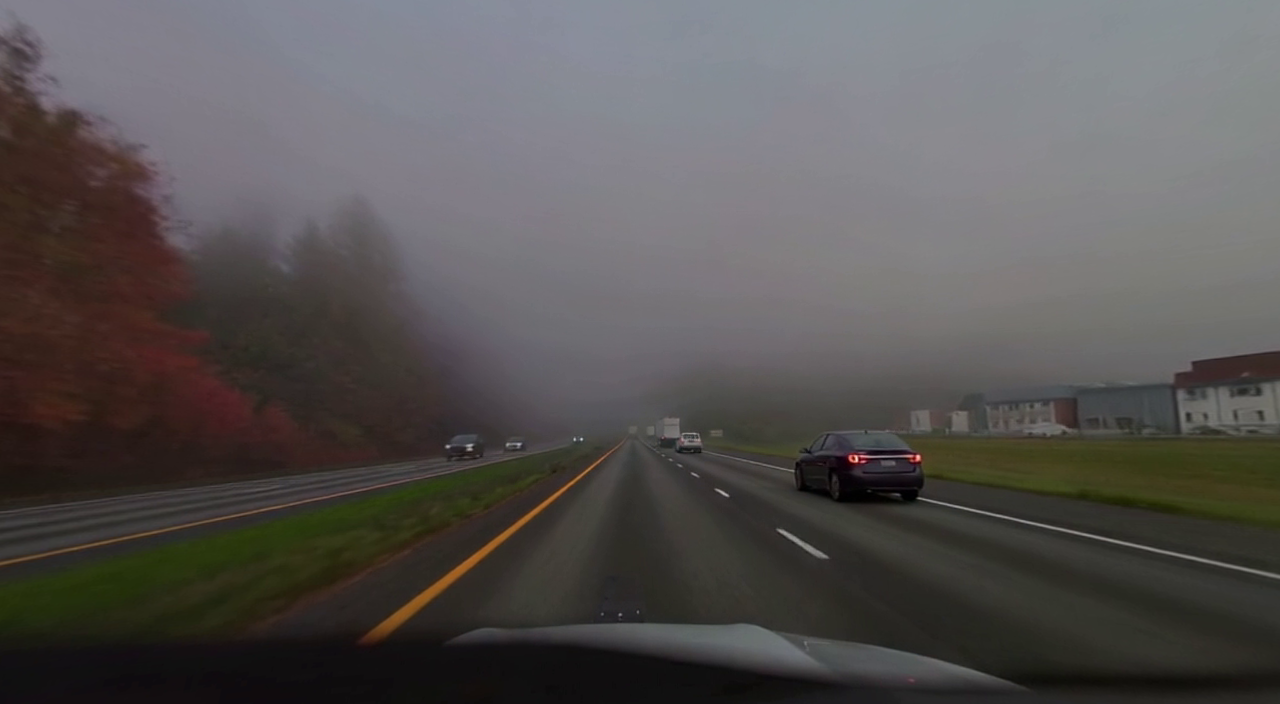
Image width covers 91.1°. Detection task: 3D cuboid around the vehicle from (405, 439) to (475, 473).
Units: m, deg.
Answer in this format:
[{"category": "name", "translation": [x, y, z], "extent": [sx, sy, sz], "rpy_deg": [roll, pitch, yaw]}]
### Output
[{"category": "vehicle", "translation": [-9.343, 4.879, 29.776], "extent": [1.886, 1.485, 4.481], "rpy_deg": [0, -8, -1]}]

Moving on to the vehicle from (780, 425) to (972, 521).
[{"category": "vehicle", "translation": [4.277, 2.247, 12.253], "extent": [2.024, 1.516, 4.197], "rpy_deg": [0, -8, -1]}]

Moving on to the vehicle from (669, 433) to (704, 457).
[{"category": "vehicle", "translation": [3.189, 6.496, 43.912], "extent": [2.057, 1.540, 4.158], "rpy_deg": [0, -8, -1]}]
